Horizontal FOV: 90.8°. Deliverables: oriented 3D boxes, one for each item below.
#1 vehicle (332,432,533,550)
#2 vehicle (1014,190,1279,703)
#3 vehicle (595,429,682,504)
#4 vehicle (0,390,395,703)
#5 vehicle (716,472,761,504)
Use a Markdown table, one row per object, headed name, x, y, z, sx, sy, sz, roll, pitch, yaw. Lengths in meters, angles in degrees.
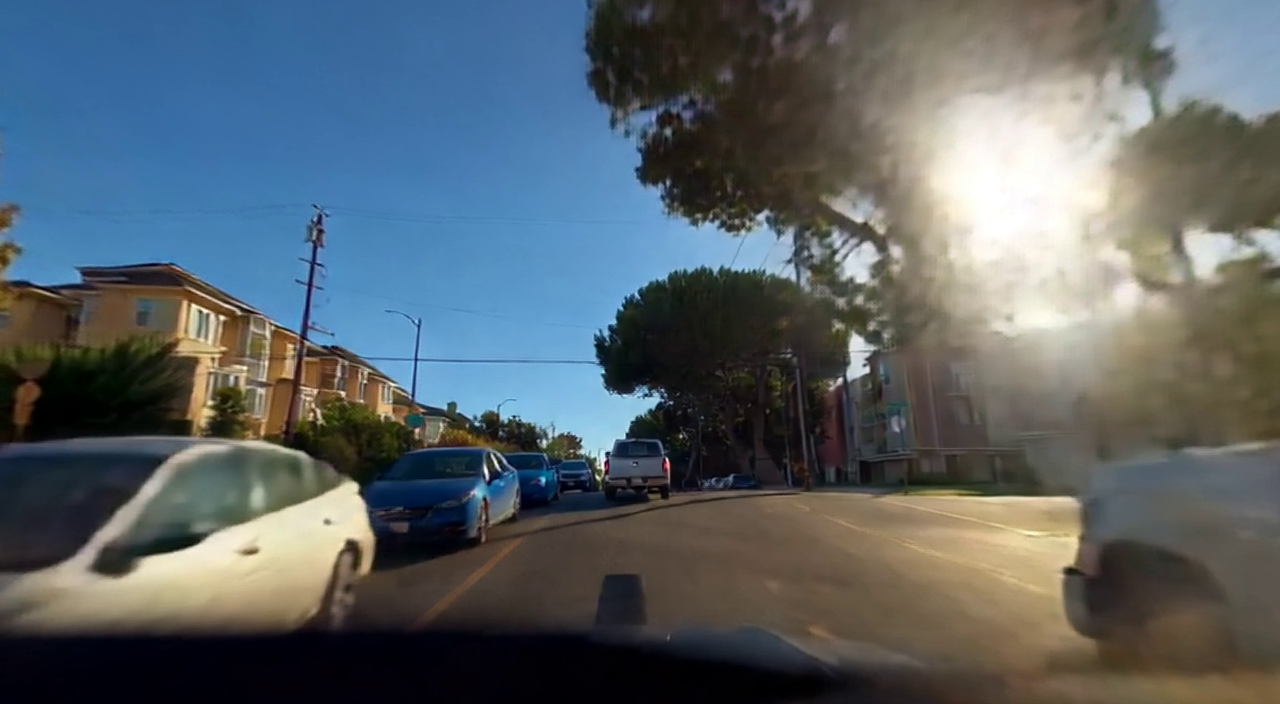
| name | x | y | z | sx | sy | sz | roll | pitch | yaw |
| --- | --- | --- | --- | --- | --- | --- | --- | --- | --- |
| vehicle | -3.099 | 2.153 | 10.531 | 1.898 | 1.539 | 4.320 | 0 | -8 | 0 |
| vehicle | 2.559 | 0.367 | 0.102 | 2.027 | 1.907 | 4.736 | 0 | -8 | 0 |
| vehicle | -0.011 | 3.384 | 18.953 | 2.308 | 1.940 | 4.125 | -1 | -9 | 1 |
| vehicle | -3.022 | 1.068 | 3.248 | 1.893 | 1.518 | 4.024 | 0 | -8 | 0 |
| vehicle | 6.048 | 8.375 | 39.165 | 2.023 | 1.611 | 4.614 | 0 | -8 | 0 |
